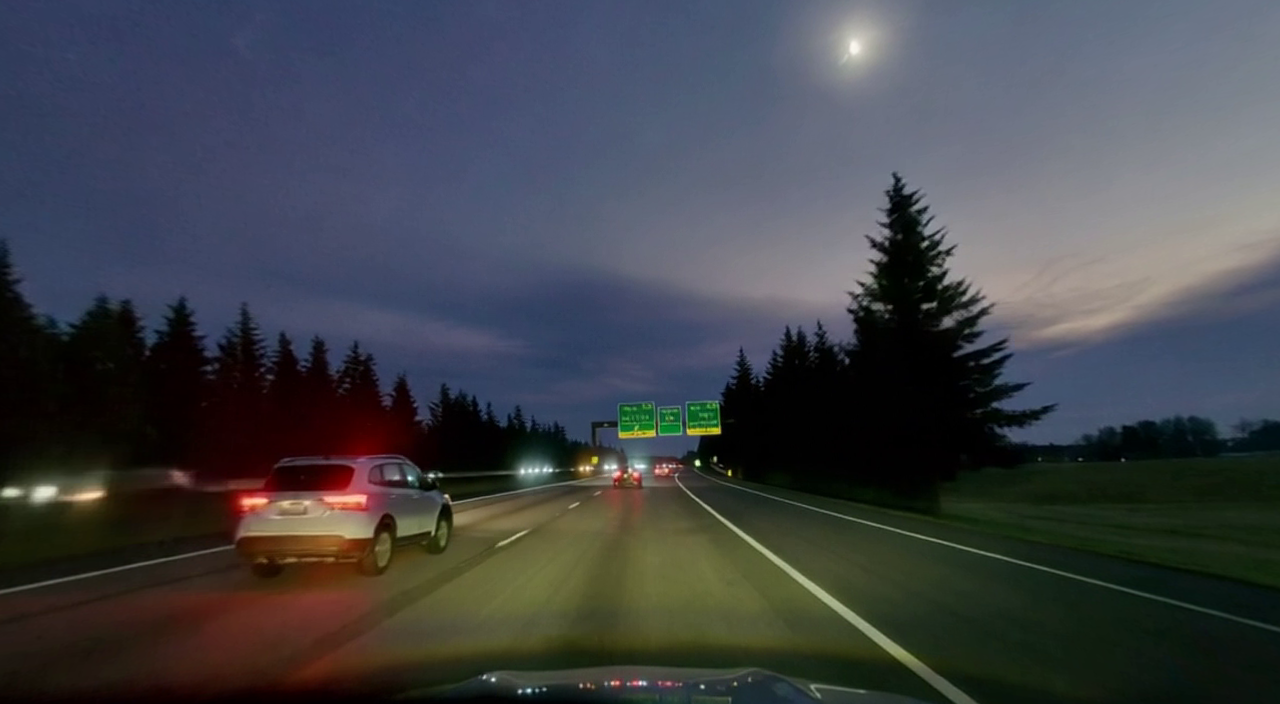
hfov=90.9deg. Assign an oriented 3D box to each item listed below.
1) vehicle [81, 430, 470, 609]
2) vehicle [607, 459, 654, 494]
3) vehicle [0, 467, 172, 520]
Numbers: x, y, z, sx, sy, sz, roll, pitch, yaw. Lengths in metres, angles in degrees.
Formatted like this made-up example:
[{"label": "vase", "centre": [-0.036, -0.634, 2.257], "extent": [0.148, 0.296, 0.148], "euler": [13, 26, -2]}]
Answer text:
[{"label": "vehicle", "centre": [-3.948, 1.946, 8.127], "extent": [2.063, 1.556, 4.740], "euler": [1, -10, 2]}, {"label": "vehicle", "centre": [-0.404, 6.289, 31.907], "extent": [2.000, 1.594, 3.996], "euler": [0, -11, 4]}, {"label": "vehicle", "centre": [-17.852, 4.456, 20.239], "extent": [1.993, 1.456, 4.555], "euler": [1, -10, 2]}]
